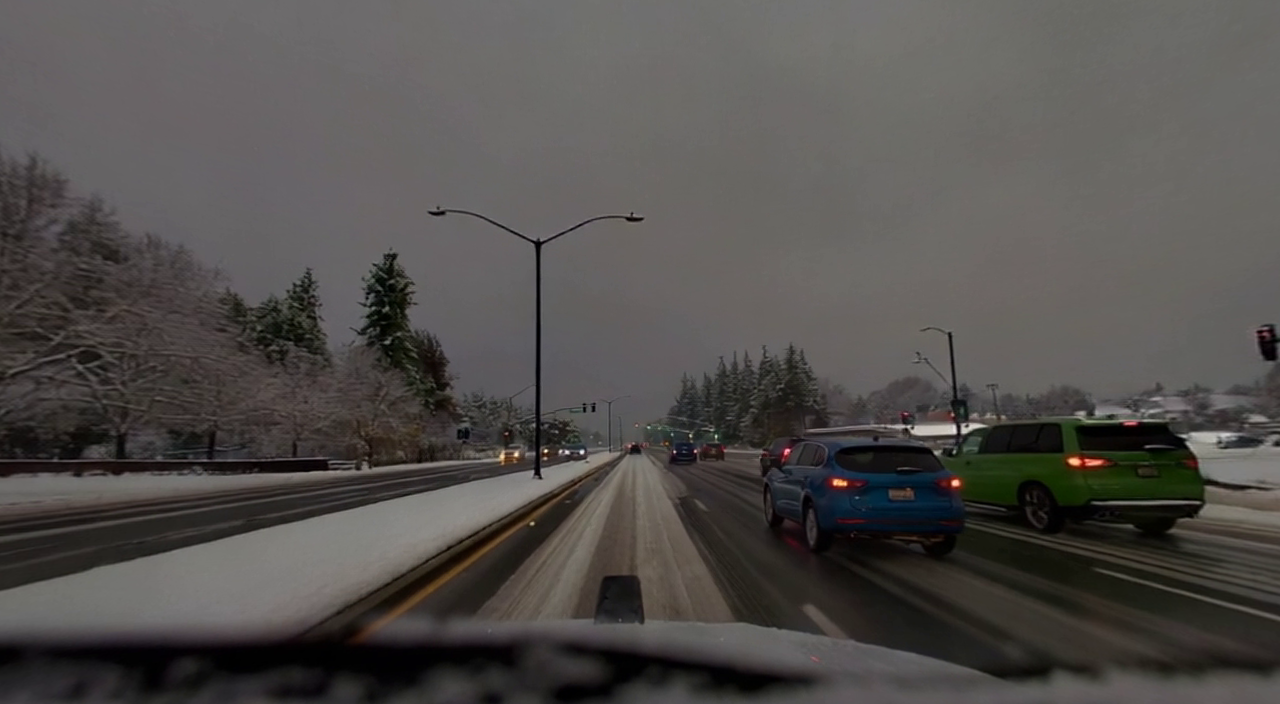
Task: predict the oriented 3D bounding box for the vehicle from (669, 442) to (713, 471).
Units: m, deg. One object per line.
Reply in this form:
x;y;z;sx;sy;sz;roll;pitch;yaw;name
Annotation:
2.705;5.710;34.526;1.980;1.484;4.093;0;-8;-1;vehicle

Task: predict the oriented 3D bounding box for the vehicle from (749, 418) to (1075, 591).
2.899;1.739;8.238;1.932;1.547;4.992;0;-8;-2;vehicle

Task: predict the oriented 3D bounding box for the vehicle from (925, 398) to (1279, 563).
6.424;1.756;9.331;2.153;1.811;4.595;0;-8;-1;vehicle
